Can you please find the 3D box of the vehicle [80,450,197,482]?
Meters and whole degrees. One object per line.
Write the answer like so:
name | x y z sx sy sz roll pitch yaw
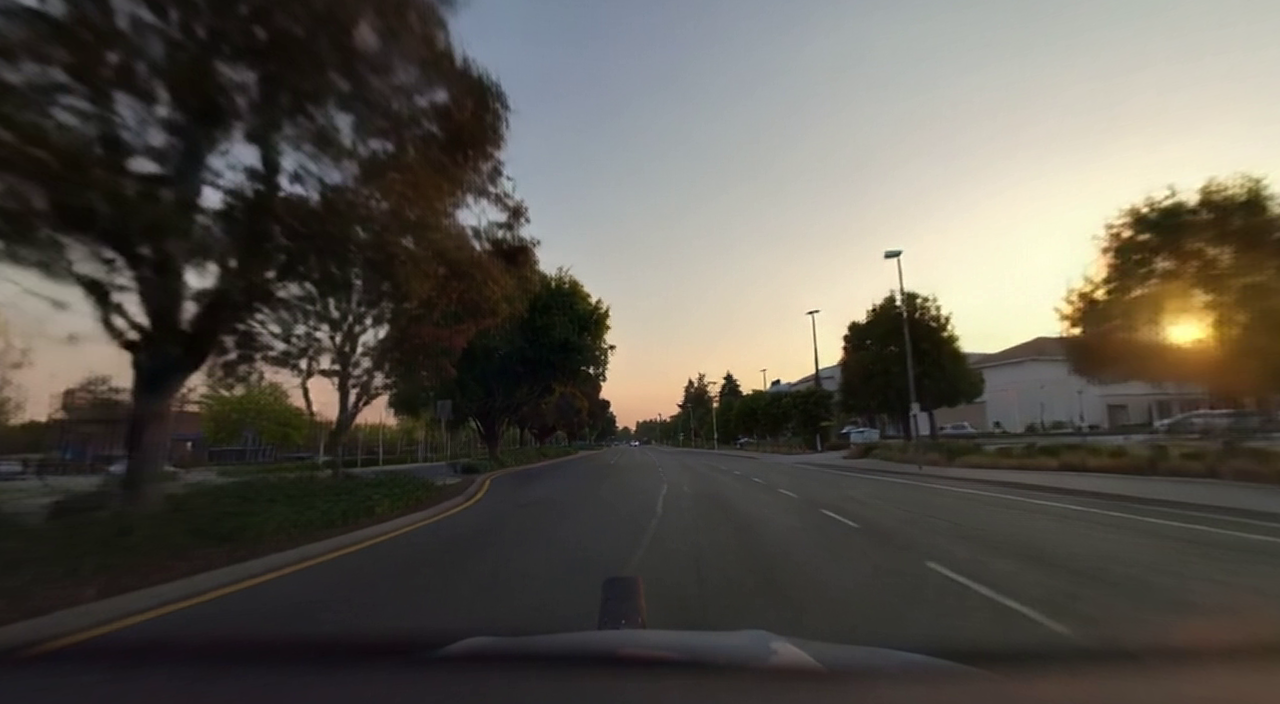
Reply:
vehicle | -33.271 7.546 41.950 2.510 1.873 5.815 -1 -9 8
